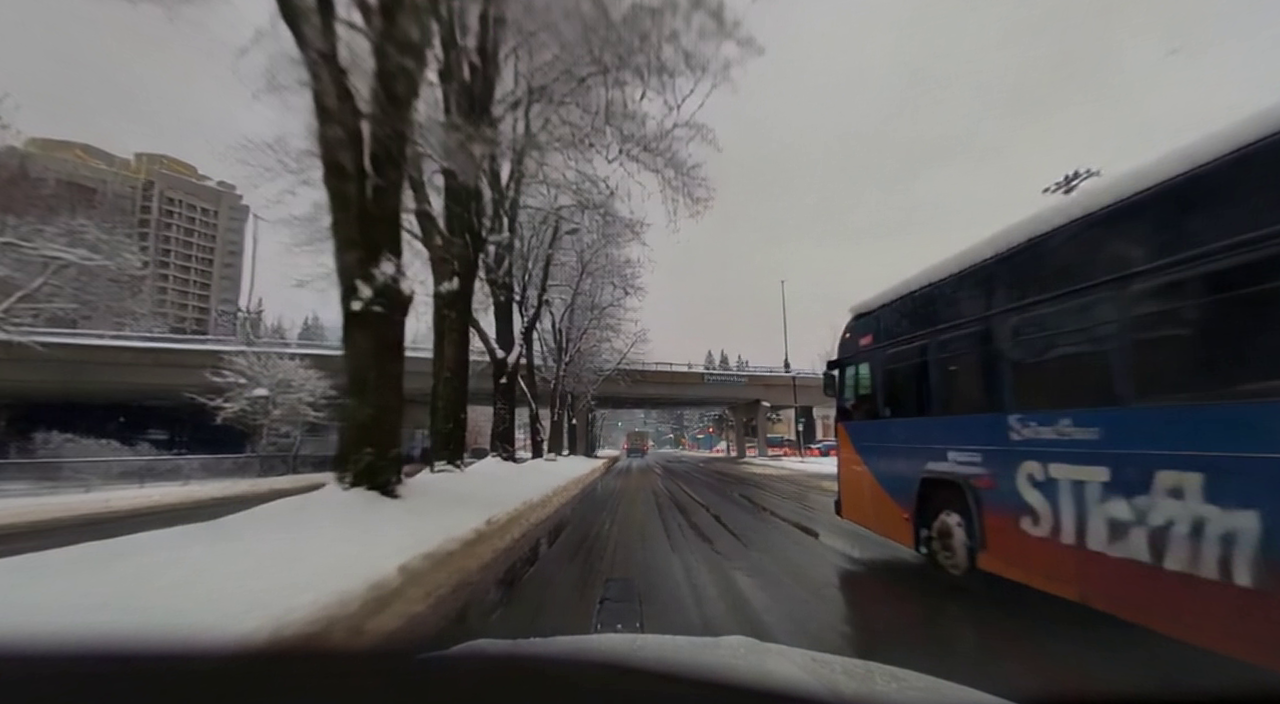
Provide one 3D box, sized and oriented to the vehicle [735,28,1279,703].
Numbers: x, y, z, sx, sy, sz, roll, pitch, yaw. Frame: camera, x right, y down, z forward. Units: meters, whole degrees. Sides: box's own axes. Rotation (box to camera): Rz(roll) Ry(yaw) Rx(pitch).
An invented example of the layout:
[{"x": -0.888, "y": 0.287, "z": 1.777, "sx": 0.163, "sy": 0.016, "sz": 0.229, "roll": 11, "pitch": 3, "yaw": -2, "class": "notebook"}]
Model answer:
[{"x": 4.115, "y": 0.946, "z": 8.156, "sx": 3.043, "sy": 3.162, "sz": 13.806, "roll": 0, "pitch": -8, "yaw": -3, "class": "vehicle"}]
